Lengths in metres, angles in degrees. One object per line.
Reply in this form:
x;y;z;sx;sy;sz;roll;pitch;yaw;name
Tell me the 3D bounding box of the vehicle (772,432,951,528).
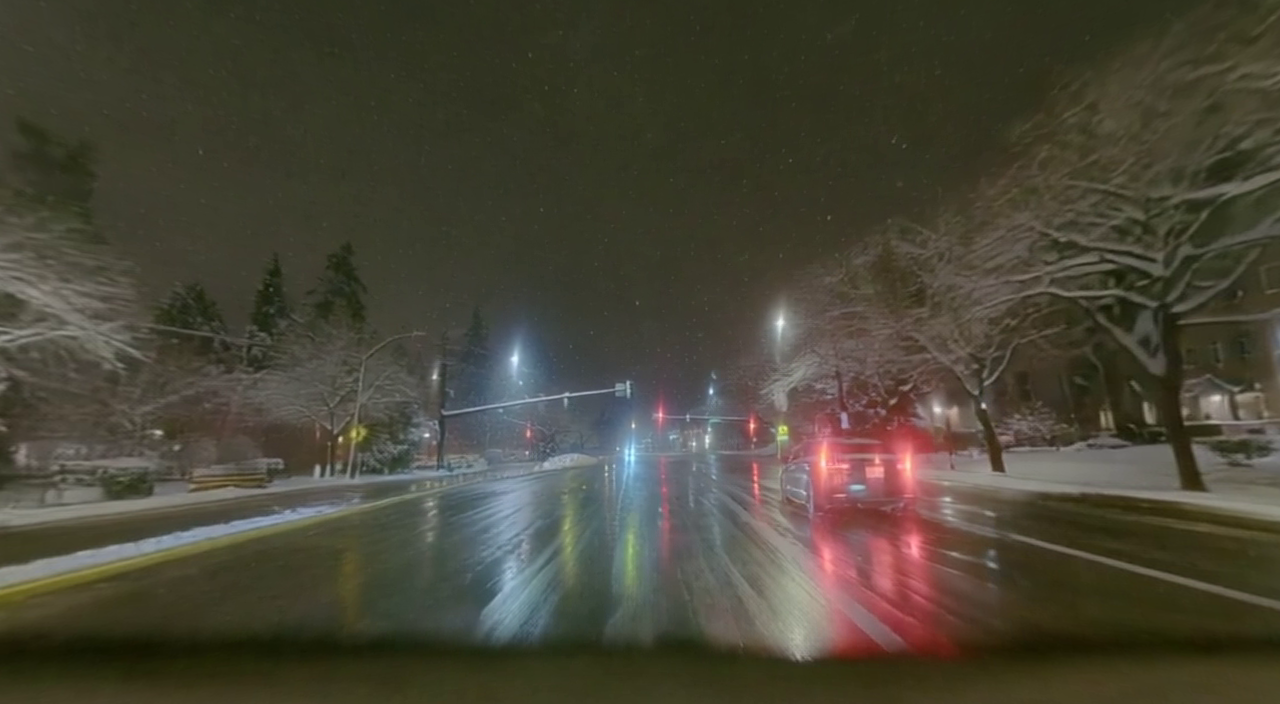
3.876;2.301;11.901;1.852;1.453;4.083;0;-9;0;vehicle
